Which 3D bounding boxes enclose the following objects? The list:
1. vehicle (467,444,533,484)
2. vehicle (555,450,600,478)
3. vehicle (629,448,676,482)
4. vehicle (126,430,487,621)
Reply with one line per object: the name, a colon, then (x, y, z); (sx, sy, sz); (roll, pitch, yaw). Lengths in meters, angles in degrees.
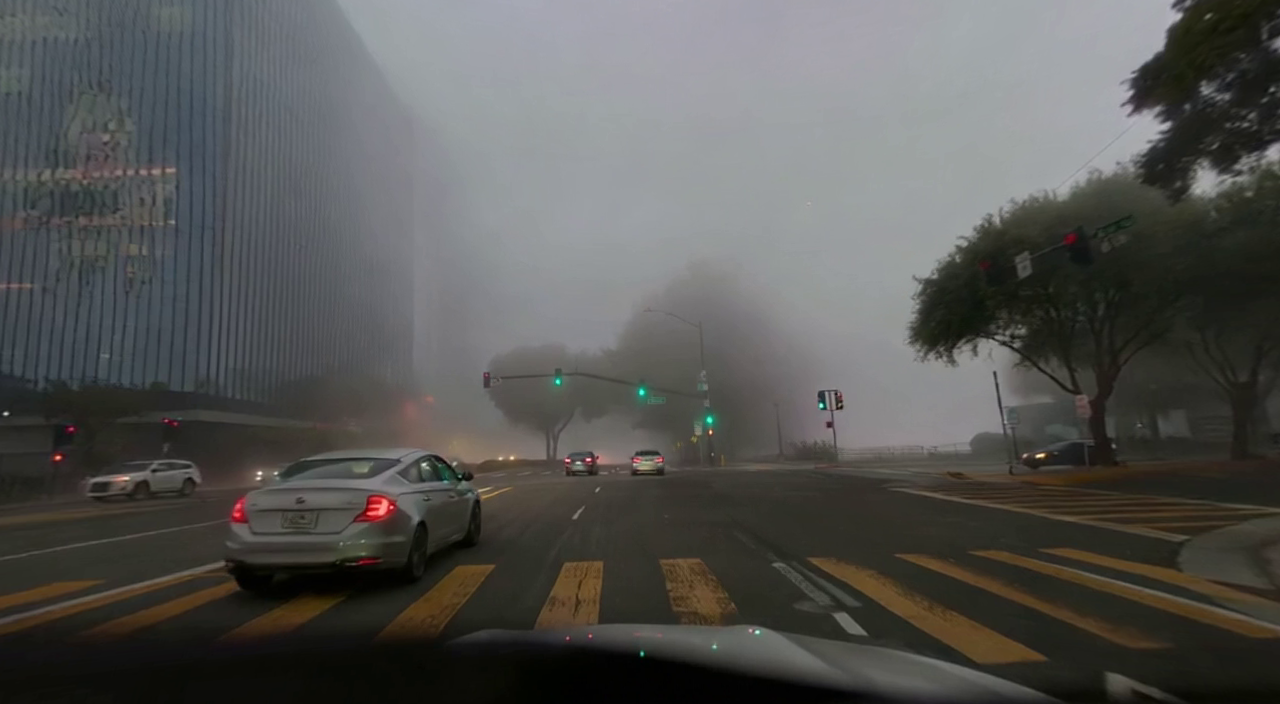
vehicle: (-6.873, 5.527, 31.652); (2.224, 1.821, 4.711); (0, -8, 0)
vehicle: (-3.451, 6.331, 35.898); (2.088, 1.430, 4.482); (0, -8, 0)
vehicle: (0.548, 5.429, 30.728); (2.102, 1.482, 4.125); (0, -8, 0)
vehicle: (-3.201, 1.704, 7.137); (1.983, 1.545, 3.773); (0, -8, 0)
